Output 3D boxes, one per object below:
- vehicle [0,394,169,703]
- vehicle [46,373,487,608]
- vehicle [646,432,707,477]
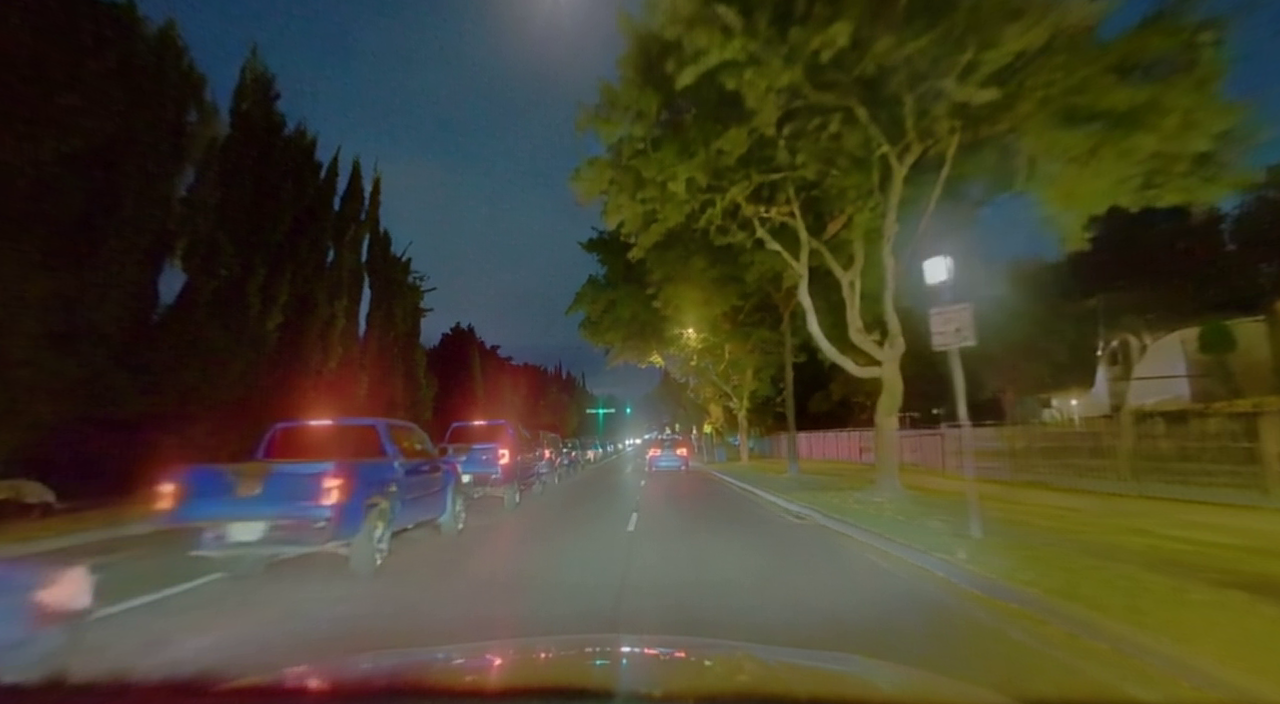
[{"bbox_3d":[-3.085,0.673,0.582,1.919,1.501,4.509,0,-9,-2],"label":"vehicle"},{"bbox_3d":[-3.620,1.473,7.605,2.404,1.900,4.770,0,-9,-1],"label":"vehicle"},{"bbox_3d":[1.381,4.187,26.029,2.258,1.682,4.635,0,-9,0],"label":"vehicle"}]
